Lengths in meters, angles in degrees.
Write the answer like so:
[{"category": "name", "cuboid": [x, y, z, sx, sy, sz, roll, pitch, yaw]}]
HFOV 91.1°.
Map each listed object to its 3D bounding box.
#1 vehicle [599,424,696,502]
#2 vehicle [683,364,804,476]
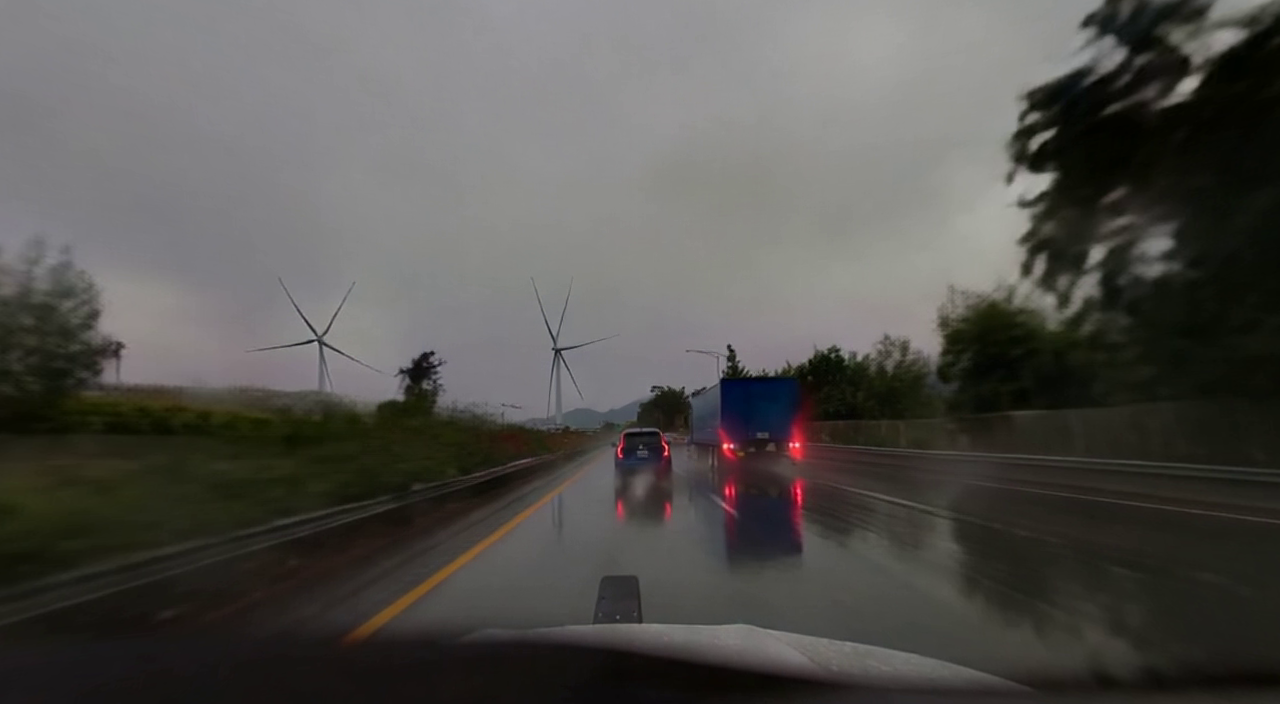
[{"category": "vehicle", "cuboid": [0.098, 2.616, 15.424, 2.038, 1.624, 4.312, 0, -8, -1]}, {"category": "vehicle", "cuboid": [4.309, 3.452, 30.588, 3.129, 4.126, 14.913, 0, -8, -1]}]
